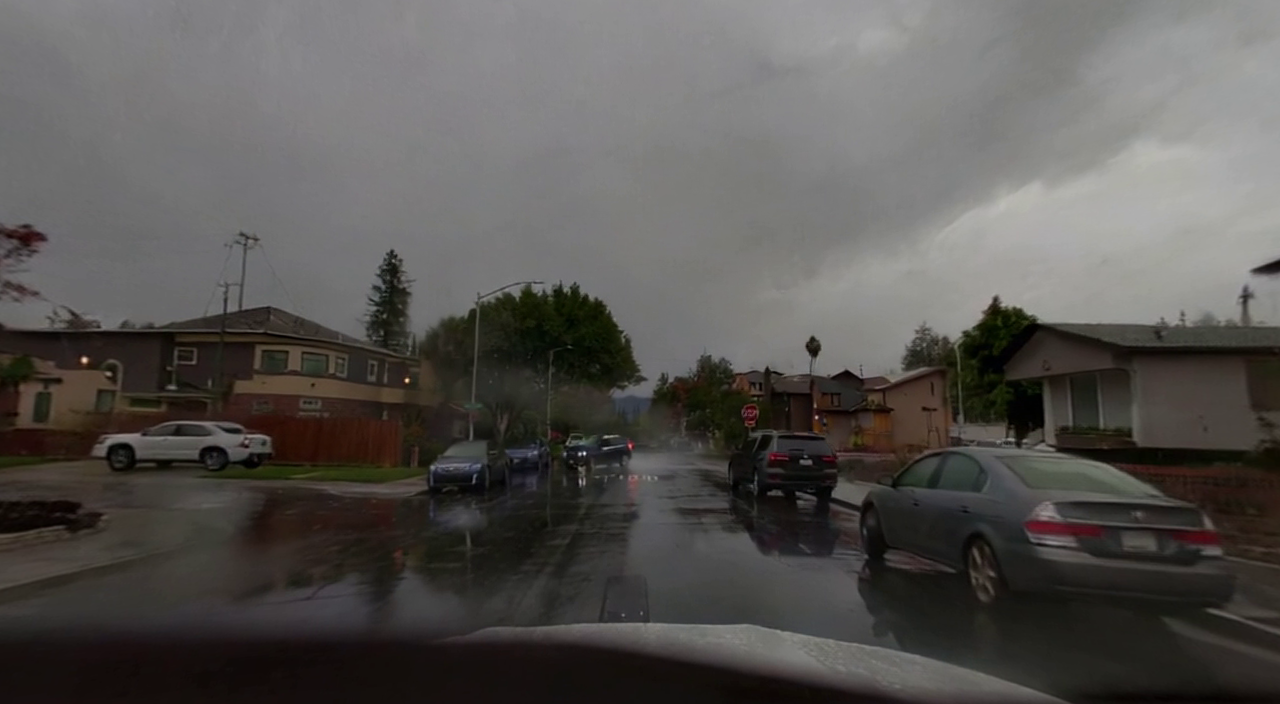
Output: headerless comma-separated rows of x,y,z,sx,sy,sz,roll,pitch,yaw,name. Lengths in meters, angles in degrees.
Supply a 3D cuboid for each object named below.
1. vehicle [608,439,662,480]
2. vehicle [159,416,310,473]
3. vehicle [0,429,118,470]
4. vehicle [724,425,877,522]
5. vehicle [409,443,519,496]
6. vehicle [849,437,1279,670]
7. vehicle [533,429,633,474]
-0.246,4.293,25.336,2.010,1.499,4.107,0,-9,-2,vehicle
-16.087,3.762,25.449,2.320,2.030,5.730,0,-9,-1,vehicle
-24.258,3.996,25.764,1.852,1.518,4.438,0,-9,-1,vehicle
3.355,2.614,14.166,2.144,1.751,4.472,2,-8,-2,vehicle
-5.234,3.546,19.426,1.999,1.441,4.628,0,-9,1,vehicle
3.824,1.628,6.288,1.876,1.477,4.324,0,-8,-1,vehicle
-3.380,5.691,36.162,2.772,2.319,6.249,6,-11,-37,vehicle
